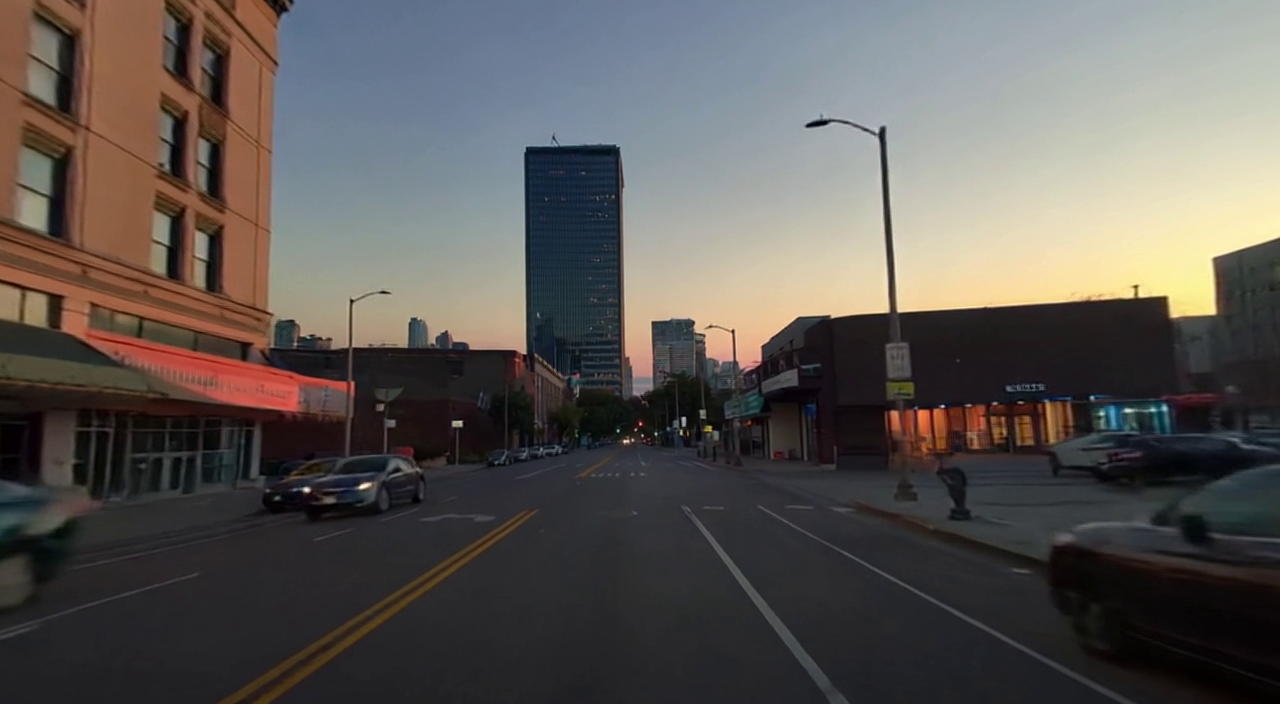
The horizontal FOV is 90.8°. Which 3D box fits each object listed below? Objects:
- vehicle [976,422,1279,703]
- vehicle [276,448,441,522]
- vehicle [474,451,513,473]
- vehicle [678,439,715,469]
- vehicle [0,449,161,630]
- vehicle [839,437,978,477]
[{"bbox_3d":[3.721,1.037,2.655,1.937,1.481,4.760,0,-8,-1],"label":"vehicle"},{"bbox_3d":[-6.599,3.129,15.520,1.962,1.475,4.580,0,-8,0],"label":"vehicle"},{"bbox_3d":[-11.275,8.468,49.000,2.018,1.553,4.407,0,-8,-1],"label":"vehicle"},{"bbox_3d":[3.590,6.573,40.960,2.118,1.779,5.121,0,-8,2],"label":"vehicle"},{"bbox_3d":[-6.355,1.478,4.578,1.993,1.484,4.812,0,-8,0],"label":"vehicle"},{"bbox_3d":[10.594,4.149,25.154,4.611,1.494,1.982,0,-8,-4],"label":"vehicle"}]
